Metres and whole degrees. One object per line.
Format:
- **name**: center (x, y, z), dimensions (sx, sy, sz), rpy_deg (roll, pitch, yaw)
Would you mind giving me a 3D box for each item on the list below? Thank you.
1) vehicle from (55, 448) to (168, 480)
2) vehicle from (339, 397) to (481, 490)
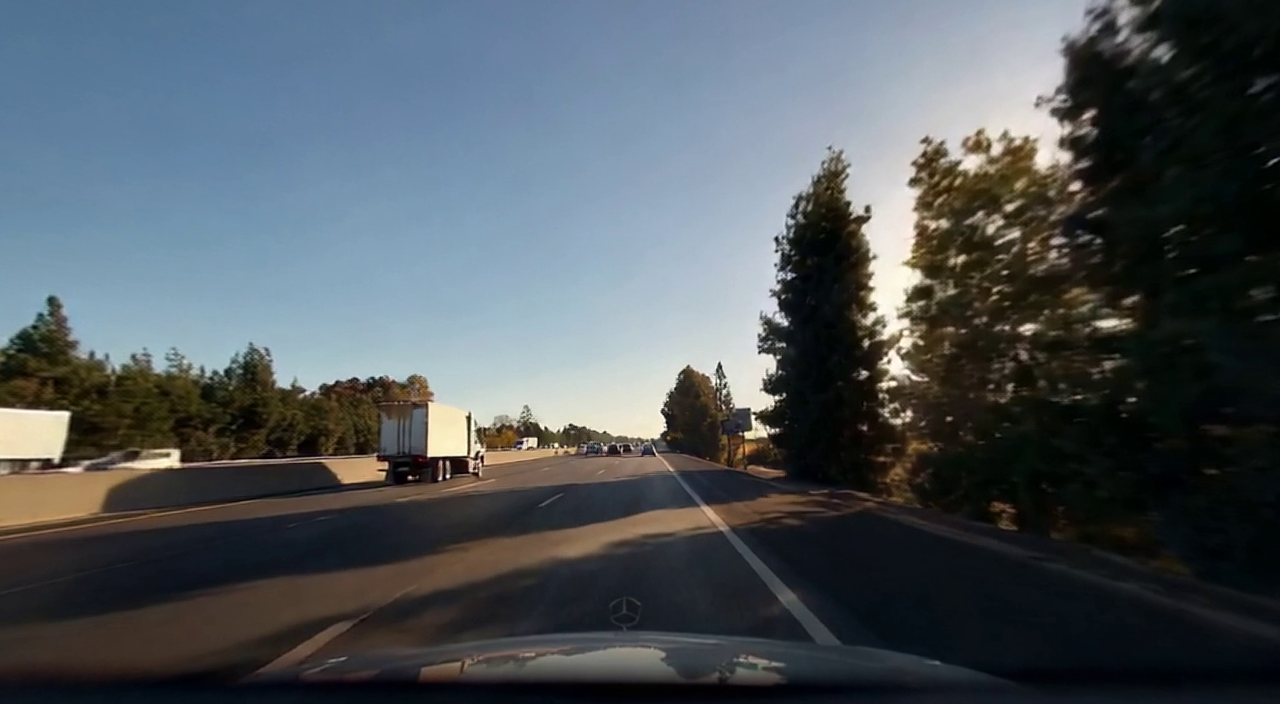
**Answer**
- **vehicle**: center (-29.286, 6.170, 35.142), dimensions (1.922, 1.644, 4.866), rpy_deg (0, -9, 2)
- **vehicle**: center (-7.395, 3.090, 21.206), dimensions (2.444, 2.685, 5.893), rpy_deg (0, -9, 1)
